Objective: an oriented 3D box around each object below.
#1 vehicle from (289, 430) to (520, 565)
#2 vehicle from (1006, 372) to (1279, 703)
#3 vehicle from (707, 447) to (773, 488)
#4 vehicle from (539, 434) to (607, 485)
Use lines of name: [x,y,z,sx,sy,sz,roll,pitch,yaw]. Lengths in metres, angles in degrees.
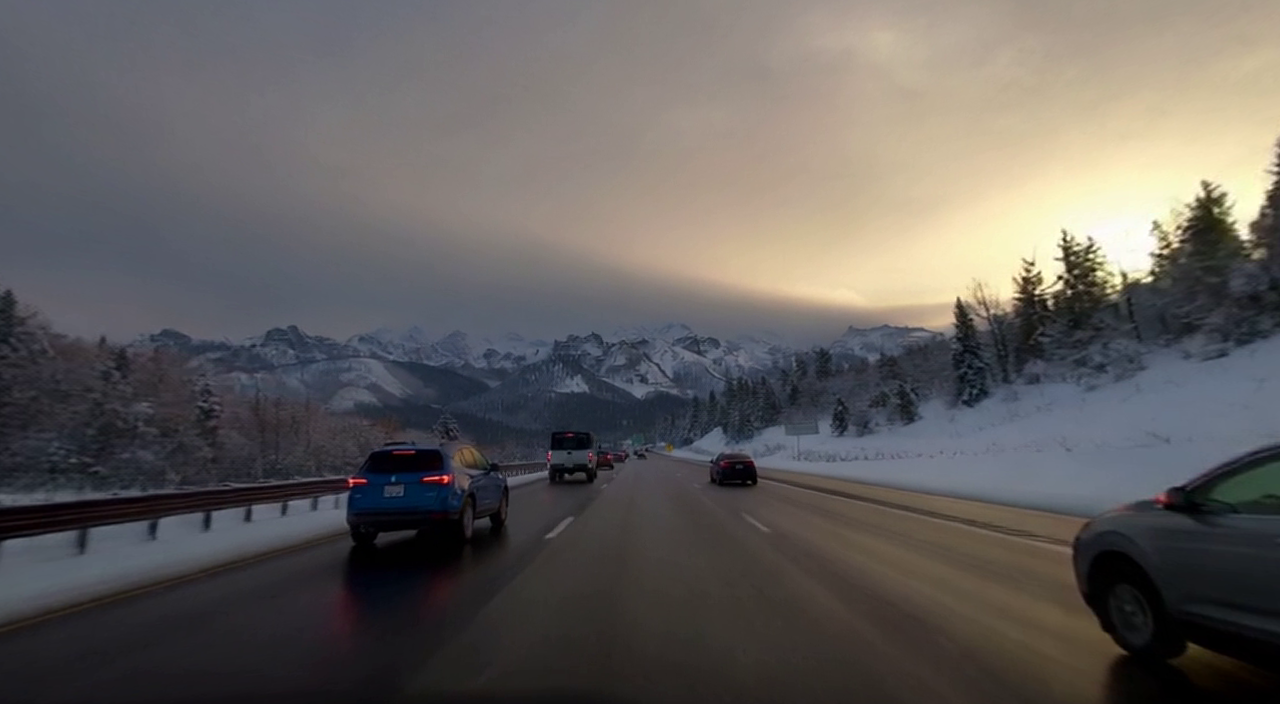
vehicle: [-3.455,2.203,10.307,2.080,1.716,4.207,0,-9,1]
vehicle: [3.877,0.903,2.520,2.066,1.696,4.604,0,-9,1]
vehicle: [4.236,4.954,27.418,2.071,1.570,4.637,0,-9,0]
vehicle: [-2.972,4.960,29.388,2.494,2.136,5.539,0,-9,1]
